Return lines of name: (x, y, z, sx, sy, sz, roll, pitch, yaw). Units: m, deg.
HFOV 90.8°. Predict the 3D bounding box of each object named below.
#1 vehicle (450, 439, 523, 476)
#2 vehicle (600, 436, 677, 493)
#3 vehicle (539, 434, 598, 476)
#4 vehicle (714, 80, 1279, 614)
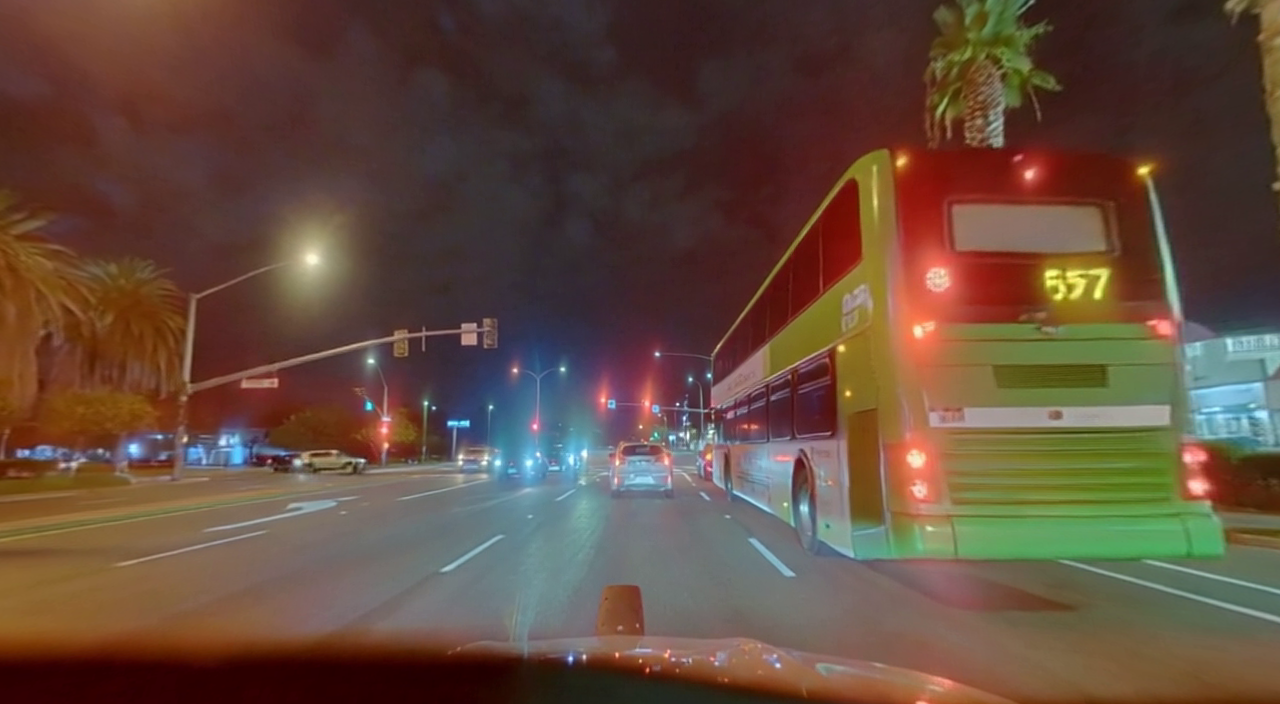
vehicle: (-6.794, 4.718, 28.532, 1.927, 1.480, 4.832, 0, -9, 2)
vehicle: (-0.018, 3.283, 18.740, 2.060, 1.499, 3.831, 0, -9, 1)
vehicle: (-3.142, 4.626, 28.634, 2.020, 1.721, 4.366, 0, -9, 2)
vehicle: (3.577, 0.855, 11.429, 2.970, 4.015, 13.606, 0, -9, 1)
